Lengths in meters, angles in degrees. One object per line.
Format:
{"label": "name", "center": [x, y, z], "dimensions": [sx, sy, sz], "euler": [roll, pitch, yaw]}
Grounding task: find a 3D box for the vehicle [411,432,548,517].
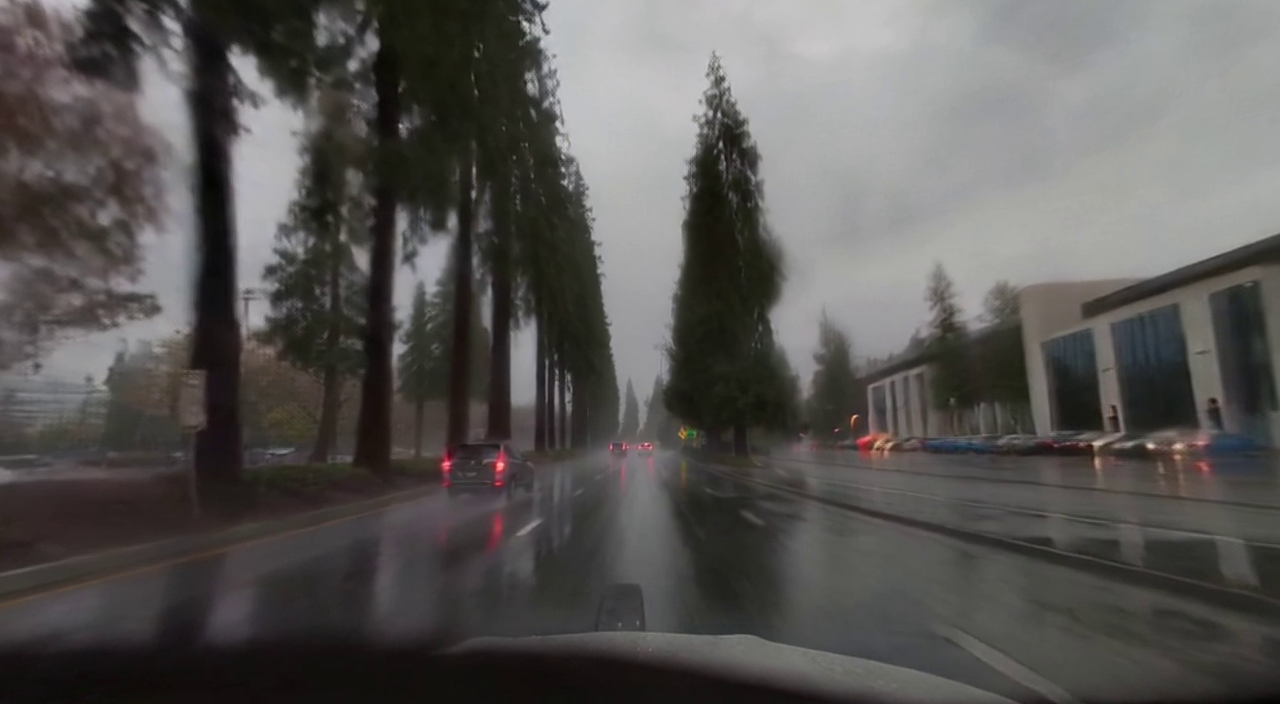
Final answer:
{"label": "vehicle", "center": [-3.354, 2.644, 14.117], "dimensions": [1.942, 1.588, 4.172], "euler": [0, -9, 0]}
